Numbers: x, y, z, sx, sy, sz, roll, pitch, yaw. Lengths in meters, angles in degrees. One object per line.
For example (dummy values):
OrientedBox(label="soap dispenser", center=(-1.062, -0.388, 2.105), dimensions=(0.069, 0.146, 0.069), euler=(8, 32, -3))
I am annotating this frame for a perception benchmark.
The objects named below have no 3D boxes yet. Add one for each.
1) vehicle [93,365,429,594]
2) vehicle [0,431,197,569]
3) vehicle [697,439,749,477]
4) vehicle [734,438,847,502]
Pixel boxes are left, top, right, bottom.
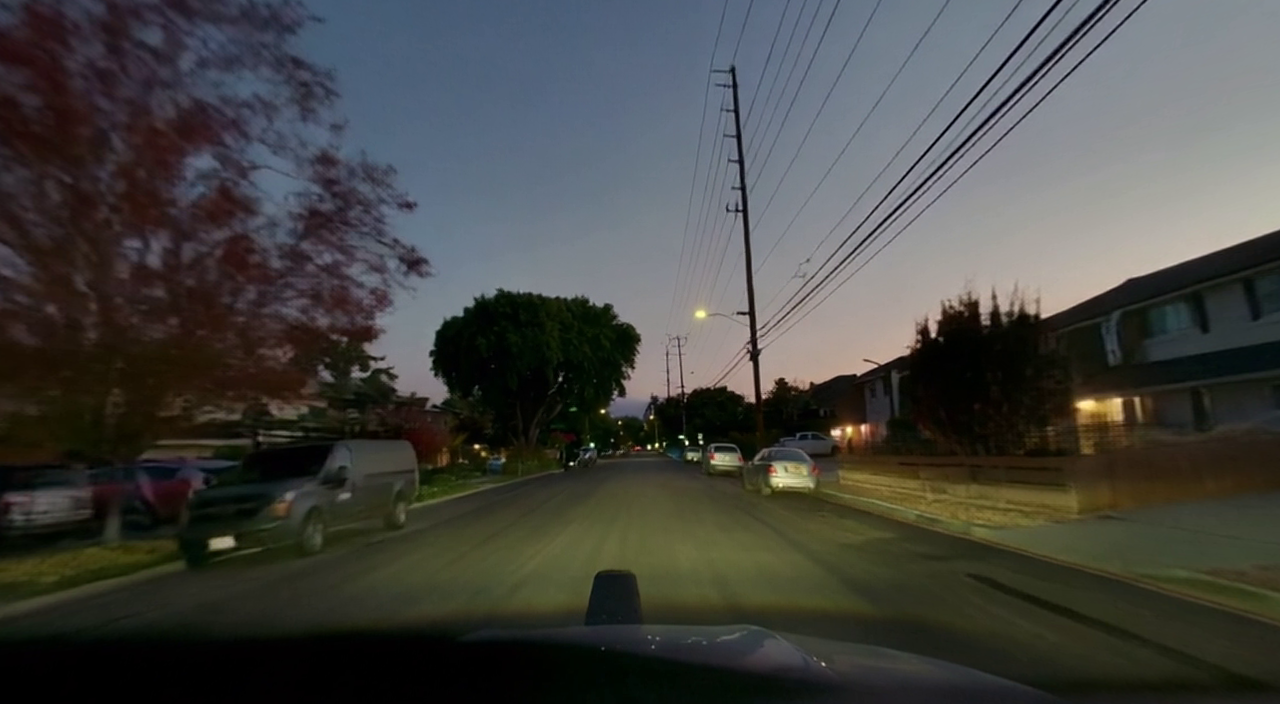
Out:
OrientedBox(label="vehicle", center=(-6.032, 2.120, 11.438), dimensions=(2.313, 2.875, 6.057), euler=(-4, -9, 0))
OrientedBox(label="vehicle", center=(-11.778, 2.638, 11.041), dimensions=(6.187, 1.991, 2.728), euler=(-5, -9, 3))
OrientedBox(label="vehicle", center=(4.135, 5.387, 32.182), dimensions=(2.105, 1.755, 4.749), euler=(0, -9, 1))
OrientedBox(label="vehicle", center=(4.086, 3.297, 18.057), dimensions=(2.016, 1.544, 4.645), euler=(0, -9, -1))
